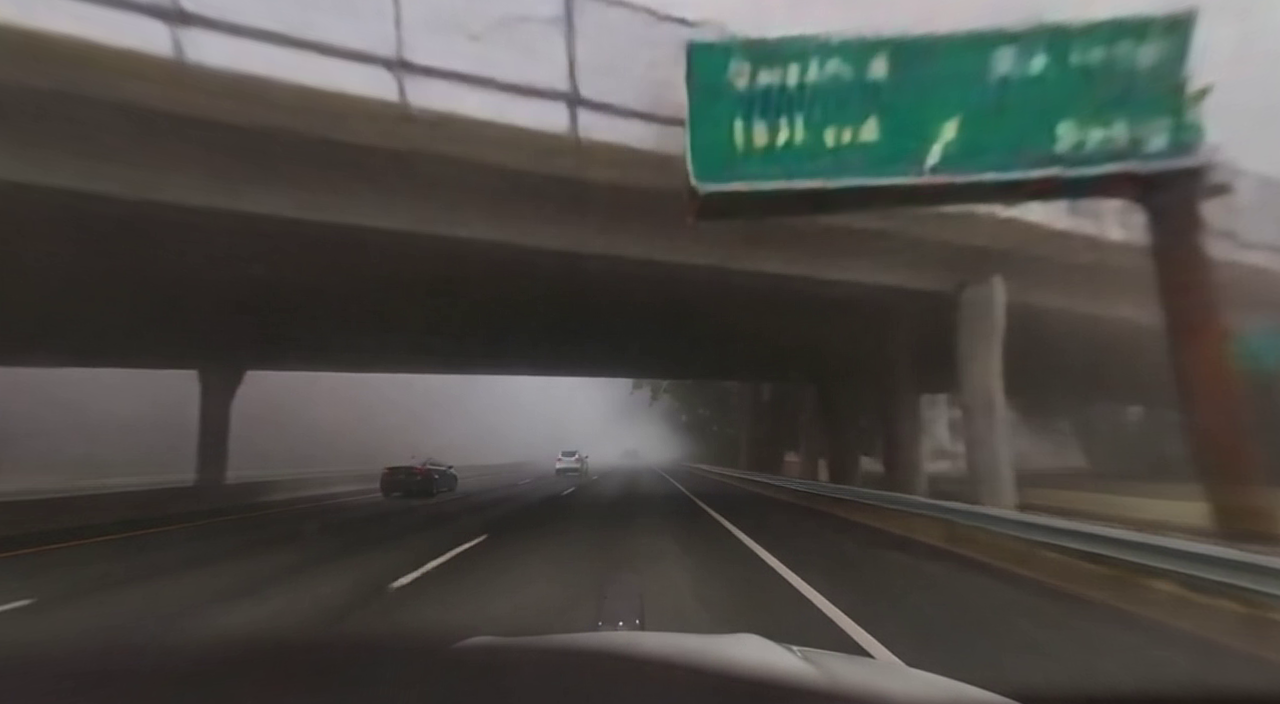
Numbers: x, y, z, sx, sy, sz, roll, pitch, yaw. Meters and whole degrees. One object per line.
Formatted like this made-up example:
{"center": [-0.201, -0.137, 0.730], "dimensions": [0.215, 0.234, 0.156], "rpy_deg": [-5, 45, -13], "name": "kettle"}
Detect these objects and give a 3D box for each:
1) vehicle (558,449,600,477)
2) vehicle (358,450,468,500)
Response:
{"center": [-3.714, 6.889, 39.333], "dimensions": [2.102, 1.571, 4.666], "rpy_deg": [0, -9, 1], "name": "vehicle"}
{"center": [-7.644, 4.150, 21.780], "dimensions": [2.002, 1.507, 4.631], "rpy_deg": [0, -9, 1], "name": "vehicle"}
